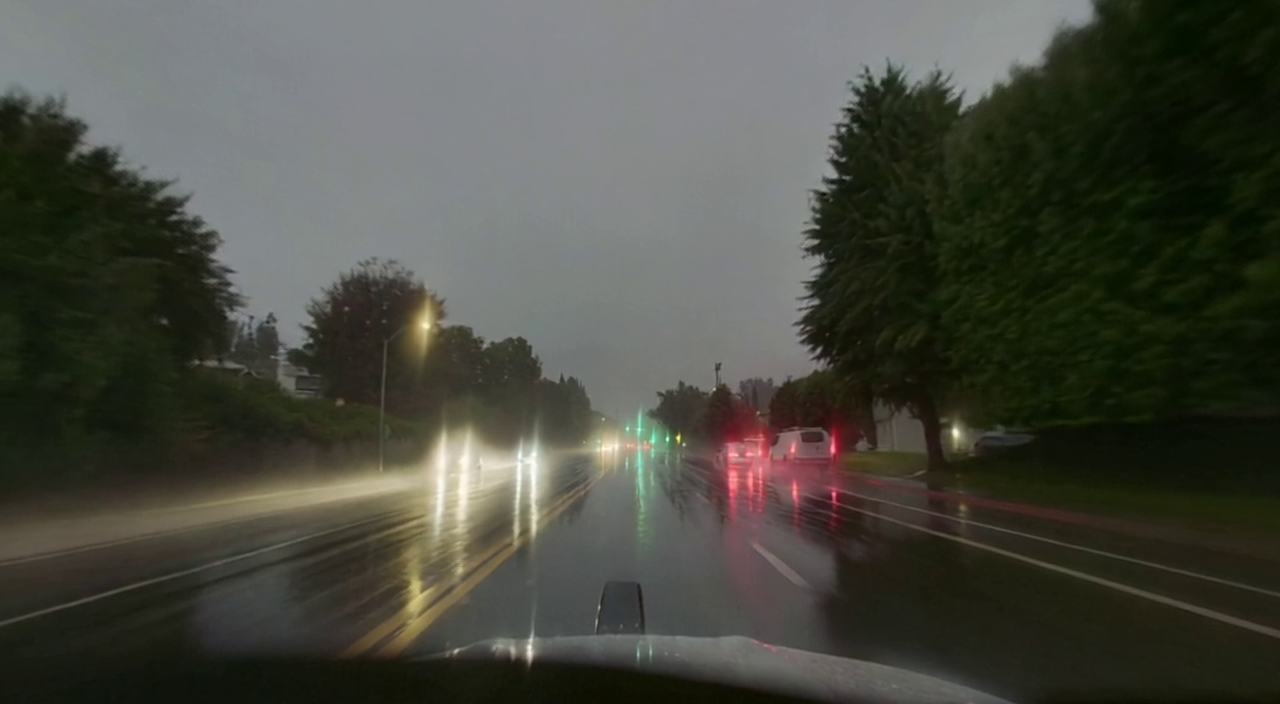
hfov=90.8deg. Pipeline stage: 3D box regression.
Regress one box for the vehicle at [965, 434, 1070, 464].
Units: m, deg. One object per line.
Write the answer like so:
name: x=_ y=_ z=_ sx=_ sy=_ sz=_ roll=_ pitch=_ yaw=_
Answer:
vehicle: x=19.774 y=5.084 z=33.307 sx=4.336 sy=1.480 sz=1.926 roll=-2 pitch=-7 yaw=15

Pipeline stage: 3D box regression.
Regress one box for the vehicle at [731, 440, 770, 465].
vehicle: x=7.477 y=6.835 z=42.981 sx=1.965 sy=1.623 sz=4.096 roll=0 pitch=-8 yaw=1

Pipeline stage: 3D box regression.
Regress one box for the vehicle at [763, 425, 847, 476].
vehicle: x=7.516 y=4.574 z=29.493 sx=2.278 sy=2.079 sz=5.861 roll=0 pitch=-8 yaw=0

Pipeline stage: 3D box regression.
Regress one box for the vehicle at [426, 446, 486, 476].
vehicle: x=-10.008 y=5.934 z=34.680 sx=1.958 sy=1.524 sz=4.314 roll=0 pitch=-8 yaw=0
